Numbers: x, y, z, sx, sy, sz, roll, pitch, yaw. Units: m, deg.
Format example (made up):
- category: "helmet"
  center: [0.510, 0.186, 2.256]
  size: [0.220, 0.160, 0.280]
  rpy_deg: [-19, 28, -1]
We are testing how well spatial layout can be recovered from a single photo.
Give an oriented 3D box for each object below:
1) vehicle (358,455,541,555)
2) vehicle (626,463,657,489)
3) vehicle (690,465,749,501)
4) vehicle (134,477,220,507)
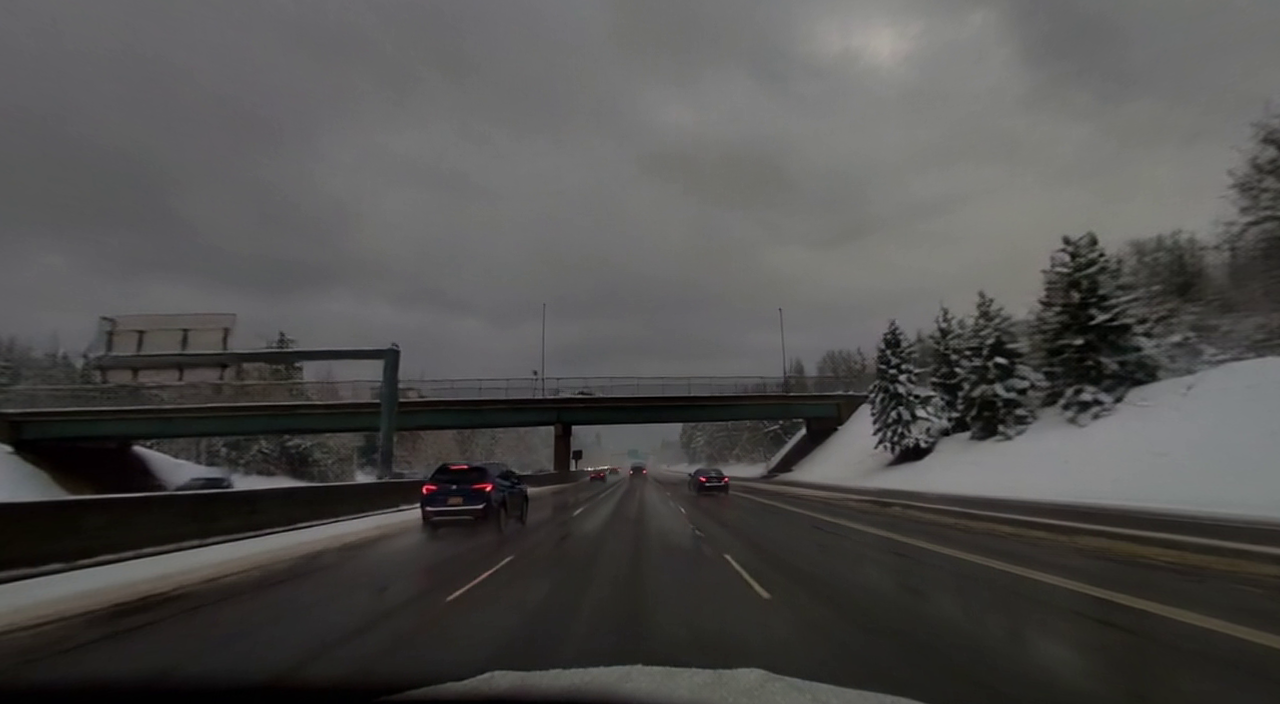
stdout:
- category: "vehicle"
  center: [-3.331, 2.801, 12.054]
  size: [2.099, 1.516, 4.308]
  rpy_deg: [1, -10, 1]
- category: "vehicle"
  center: [0.122, 8.925, 45.338]
  size: [2.181, 1.698, 4.056]
  rpy_deg: [1, -10, 0]
- category: "vehicle"
  center: [3.615, 6.055, 29.291]
  size: [2.092, 1.518, 4.348]
  rpy_deg: [1, -10, -1]
- category: "vehicle"
  center: [-25.755, 7.784, 35.105]
  size: [1.784, 1.459, 3.728]
  rpy_deg: [0, -10, 2]
